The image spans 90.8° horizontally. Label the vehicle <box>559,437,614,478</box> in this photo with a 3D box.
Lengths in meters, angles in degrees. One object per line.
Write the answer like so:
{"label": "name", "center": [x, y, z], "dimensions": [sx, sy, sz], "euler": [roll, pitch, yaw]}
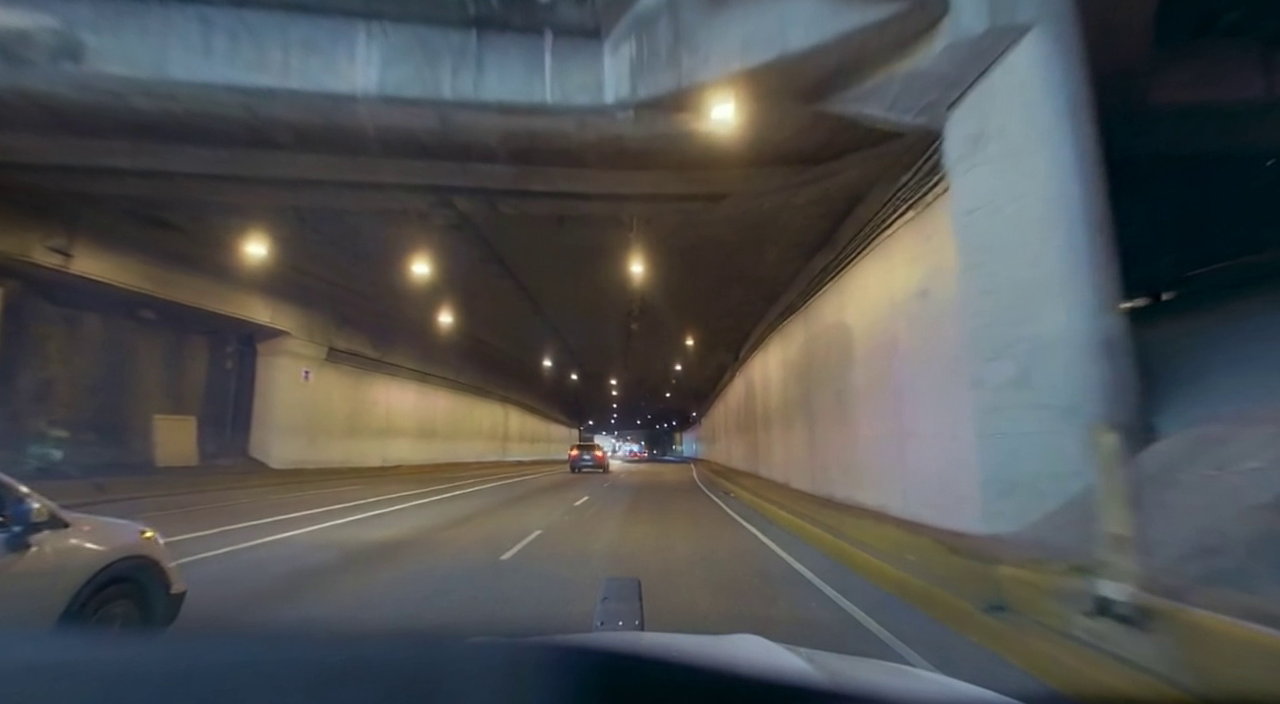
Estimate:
{"label": "vehicle", "center": [-2.434, 4.940, 29.751], "dimensions": [1.961, 1.725, 4.315], "euler": [0, -9, 3]}
